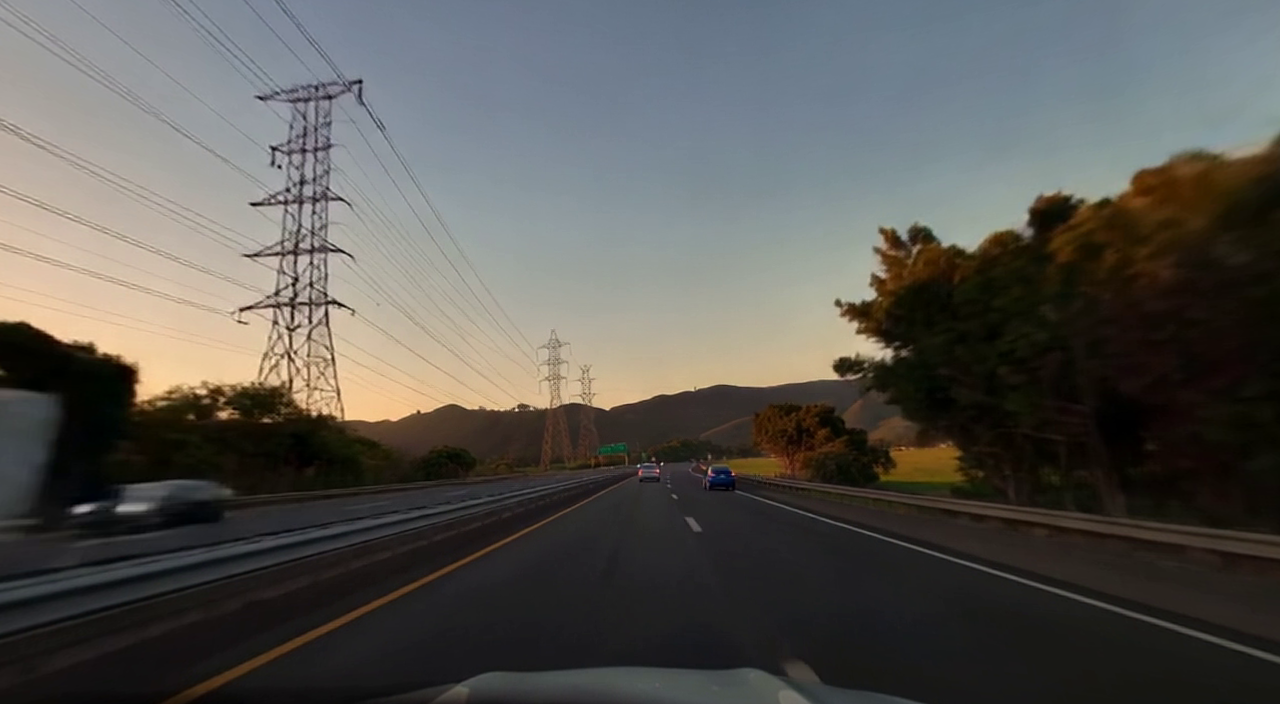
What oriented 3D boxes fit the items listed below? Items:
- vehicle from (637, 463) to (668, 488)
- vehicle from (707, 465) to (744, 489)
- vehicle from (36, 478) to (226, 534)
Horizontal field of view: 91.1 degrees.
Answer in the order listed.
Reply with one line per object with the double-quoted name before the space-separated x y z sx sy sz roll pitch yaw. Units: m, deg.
"vehicle" 0.843 8.783 44.798 2.038 1.596 4.246 1 -10 0
"vehicle" 5.883 8.639 43.503 1.985 1.521 3.904 1 -10 -1
"vehicle" -16.102 4.855 20.286 1.872 1.470 4.603 -1 -10 8
